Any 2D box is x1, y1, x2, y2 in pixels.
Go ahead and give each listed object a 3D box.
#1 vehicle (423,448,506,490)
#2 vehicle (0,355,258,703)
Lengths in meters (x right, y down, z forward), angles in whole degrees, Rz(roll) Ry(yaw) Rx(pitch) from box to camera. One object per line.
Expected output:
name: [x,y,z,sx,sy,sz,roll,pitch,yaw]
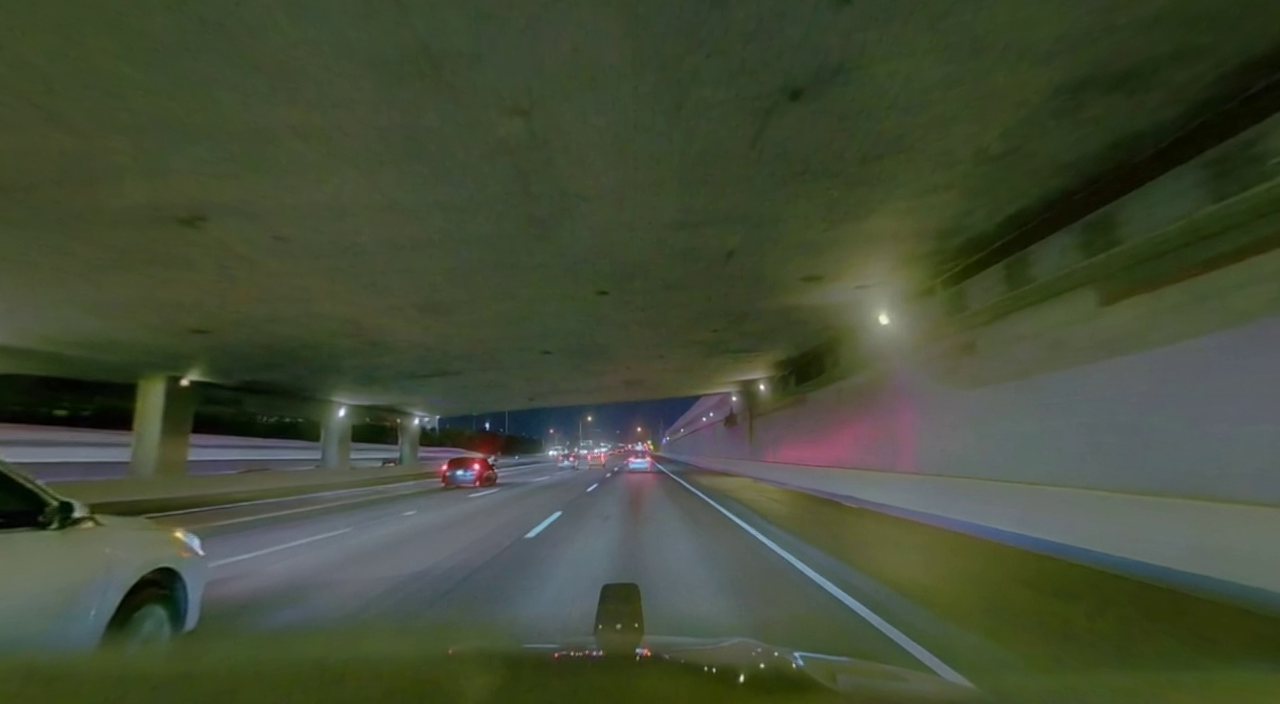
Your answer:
vehicle: [-7.242,4.852,26.528,1.998,1.542,4.953,0,-9,1]
vehicle: [-3.728,0.804,2.091,2.059,1.725,4.521,0,-9,0]
